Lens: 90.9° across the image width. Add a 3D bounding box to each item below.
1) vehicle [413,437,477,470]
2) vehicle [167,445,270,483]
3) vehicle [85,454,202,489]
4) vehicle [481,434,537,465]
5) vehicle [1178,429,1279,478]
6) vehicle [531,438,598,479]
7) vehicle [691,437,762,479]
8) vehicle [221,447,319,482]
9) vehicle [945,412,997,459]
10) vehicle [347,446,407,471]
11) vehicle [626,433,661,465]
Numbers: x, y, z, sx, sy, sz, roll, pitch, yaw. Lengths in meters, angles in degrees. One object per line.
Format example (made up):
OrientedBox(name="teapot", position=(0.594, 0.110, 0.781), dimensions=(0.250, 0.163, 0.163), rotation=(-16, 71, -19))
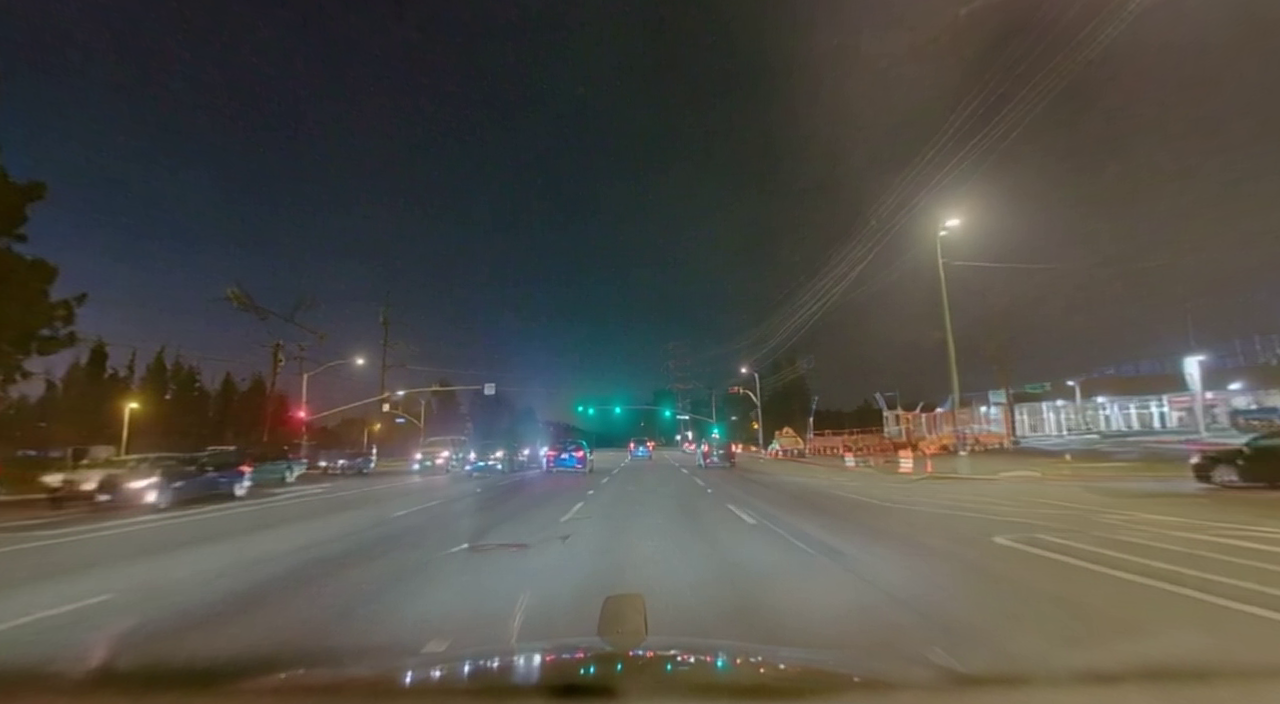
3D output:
OrientedBox(name="vehicle", position=(-9.646, 5.041, 31.426), dimensions=(1.774, 1.535, 3.828), rotation=(0, -8, 3))
OrientedBox(name="vehicle", position=(-21.160, 5.625, 31.964), dimensions=(1.977, 1.760, 4.569), rotation=(0, -8, 1))
OrientedBox(name="vehicle", position=(-24.471, 5.874, 31.352), dimensions=(1.899, 1.472, 4.745), rotation=(0, -8, 0))
OrientedBox(name="vehicle", position=(-8.926, 6.701, 43.615), dimensions=(2.392, 2.012, 5.727), rotation=(0, -8, 2))
OrientedBox(name="vehicle", position=(20.163, 3.441, 21.657), dimensions=(1.928, 1.466, 4.677), rotation=(-5, -10, 33))
OrientedBox(name="vehicle", position=(-2.969, 4.320, 25.914), dimensions=(2.087, 1.480, 4.825), rotation=(0, -8, 1))
OrientedBox(name="vehicle", position=(3.285, 4.142, 24.969), dimensions=(2.142, 1.475, 4.565), rotation=(0, -8, 0))
OrientedBox(name="vehicle", position=(-17.492, 5.319, 30.096), dimensions=(1.813, 1.513, 4.457), rotation=(0, -8, 2))
OrientedBox(name="vehicle", position=(25.769, 6.366, 48.829), dimensions=(2.825, 3.296, 8.344), rotation=(-3, -7, 32))
OrientedBox(name="vehicle", position=(-17.183, 6.961, 41.408), dimensions=(1.911, 1.509, 4.406), rotation=(0, -8, 2))
OrientedBox(name="vehicle", position=(0.222, 6.035, 39.323), dimensions=(2.060, 1.845, 4.151), rotation=(0, -8, 0))
